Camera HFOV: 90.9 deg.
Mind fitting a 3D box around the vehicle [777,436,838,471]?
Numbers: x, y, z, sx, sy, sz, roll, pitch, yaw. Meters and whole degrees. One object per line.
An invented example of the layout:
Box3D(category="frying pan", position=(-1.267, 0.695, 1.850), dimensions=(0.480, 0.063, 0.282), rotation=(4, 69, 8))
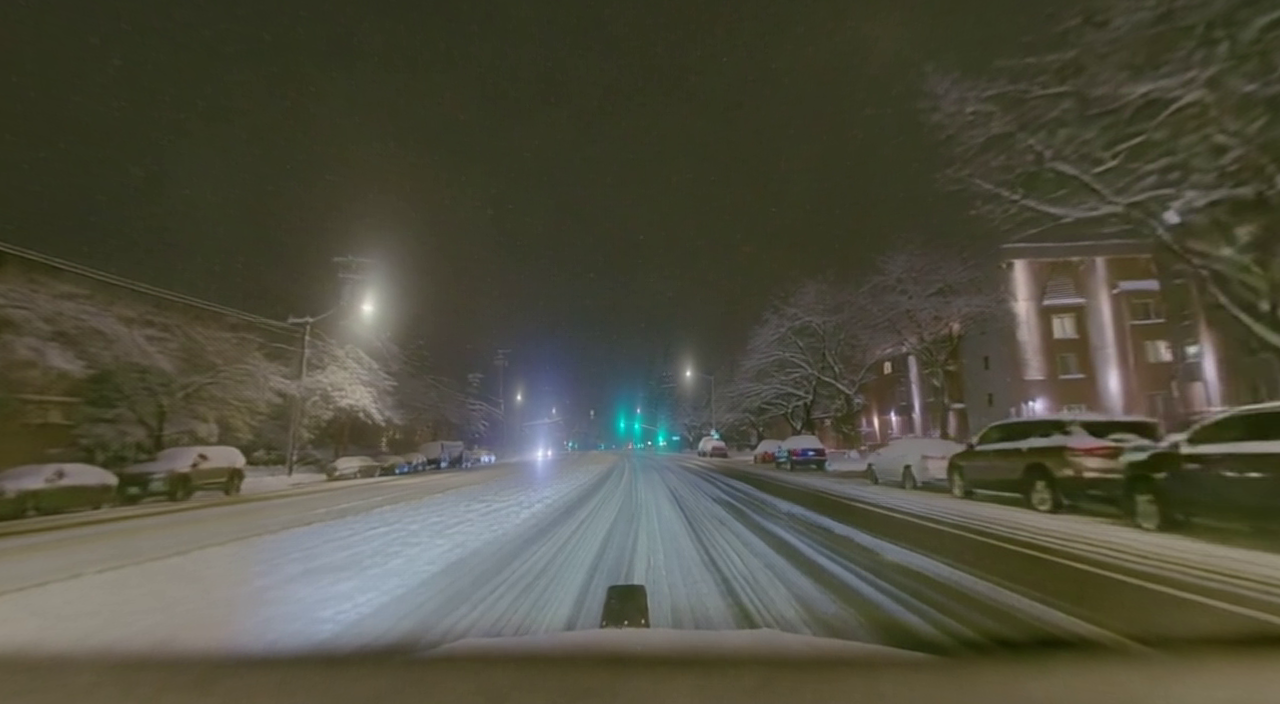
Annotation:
Box3D(category="vehicle", position=(10.023, 6.116, 38.220), dimensions=(2.091, 1.962, 5.091), rotation=(1, -9, -2))

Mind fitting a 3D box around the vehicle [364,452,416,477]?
Box3D(category="vehicle", position=(-16.974, 7.638, 43.014), dimensions=(1.807, 1.466, 4.693), rotation=(-1, -8, -2))

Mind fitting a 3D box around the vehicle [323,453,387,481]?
Box3D(category="vehicle", position=(-16.991, 6.866, 37.804), dimensions=(1.891, 1.474, 4.437), rotation=(-1, -8, -2))

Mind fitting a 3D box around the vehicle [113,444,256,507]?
Box3D(category="vehicle", position=(-17.059, 4.565, 23.967), dimensions=(2.046, 1.945, 4.688), rotation=(-1, -7, -2))

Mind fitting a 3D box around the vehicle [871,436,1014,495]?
Box3D(category="vehicle", position=(9.899, 3.759, 21.283), dimensions=(2.159, 1.734, 5.384), rotation=(0, -9, 0))

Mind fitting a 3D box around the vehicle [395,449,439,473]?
Box3D(category="vehicle", position=(-17.150, 8.385, 48.713), dimensions=(1.859, 1.694, 4.638), rotation=(-1, -8, -3))

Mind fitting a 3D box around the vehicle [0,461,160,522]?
Box3D(category="vehicle", position=(-17.029, 4.066, 18.845), dimensions=(1.740, 1.442, 4.678), rotation=(-1, -8, -1))

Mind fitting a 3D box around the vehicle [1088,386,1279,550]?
Box3D(category="vehicle", position=(9.515, 1.609, 8.787), dimensions=(2.115, 2.151, 5.826), rotation=(0, -9, -1))
